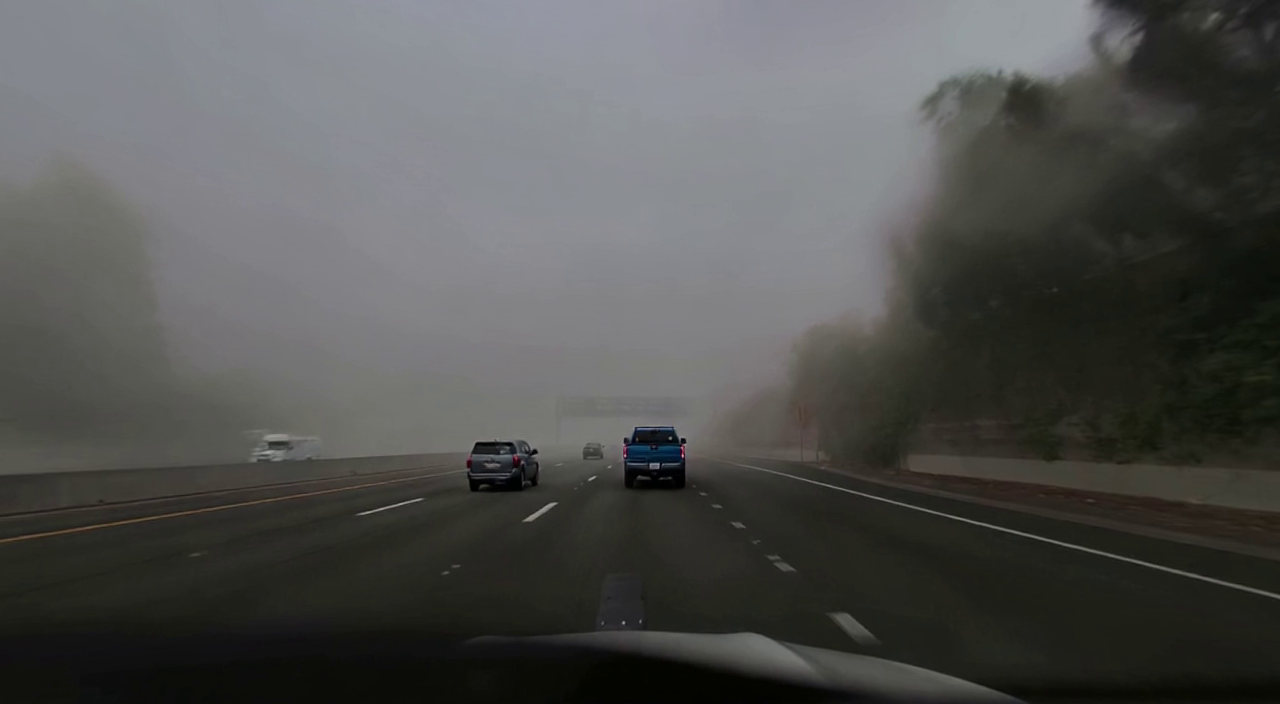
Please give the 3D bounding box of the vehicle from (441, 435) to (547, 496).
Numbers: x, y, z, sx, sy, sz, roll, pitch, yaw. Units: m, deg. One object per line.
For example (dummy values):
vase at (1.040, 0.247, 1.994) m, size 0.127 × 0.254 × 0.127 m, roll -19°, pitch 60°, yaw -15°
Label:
vehicle at (-4.212, 3.350, 19.046) m, size 1.961 × 1.591 × 4.756 m, roll -1°, pitch -8°, yaw 1°

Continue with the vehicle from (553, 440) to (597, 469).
vehicle at (-3.811, 6.049, 37.480) m, size 2.061 × 1.584 × 4.290 m, roll 0°, pitch -8°, yaw 1°

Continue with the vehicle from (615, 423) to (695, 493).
vehicle at (0.412, 3.121, 18.882) m, size 2.083 × 1.792 × 4.782 m, roll 0°, pitch -8°, yaw 1°
